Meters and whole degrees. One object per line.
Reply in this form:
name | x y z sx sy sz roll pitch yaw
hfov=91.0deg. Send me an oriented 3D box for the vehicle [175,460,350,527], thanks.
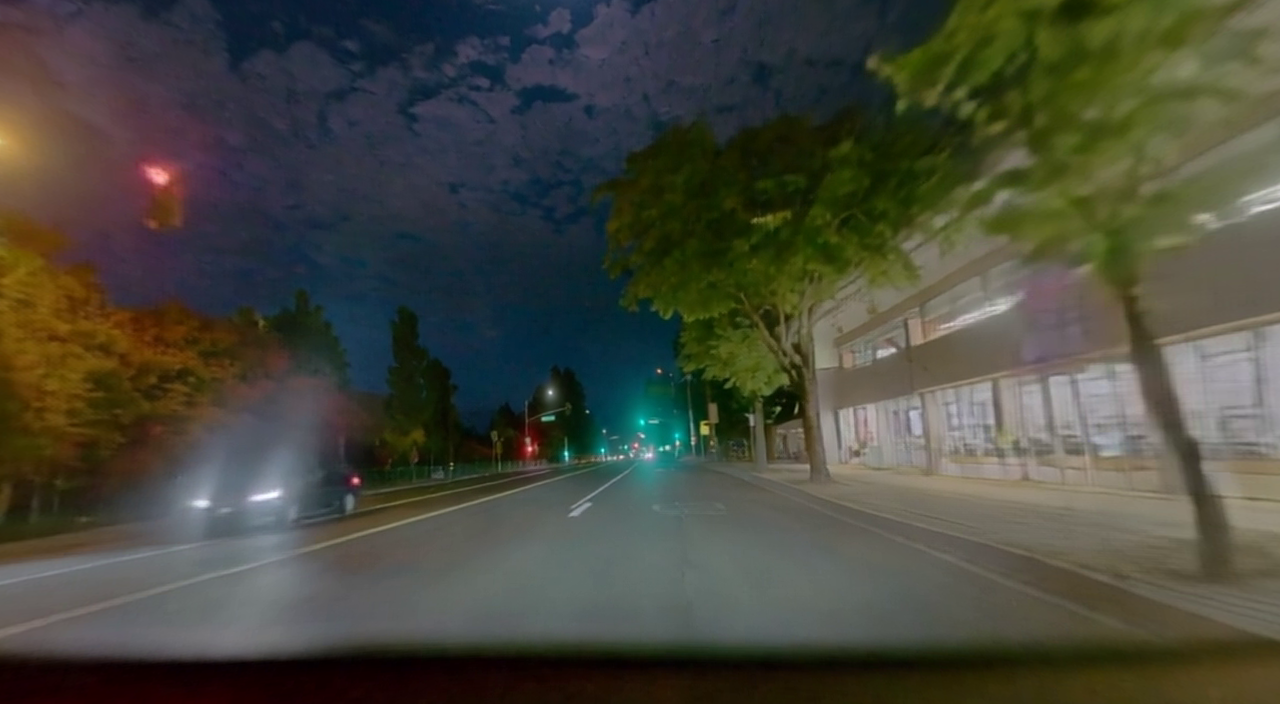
vehicle | -10.255 3.843 17.601 1.889 1.499 4.541 -1 -9 3
